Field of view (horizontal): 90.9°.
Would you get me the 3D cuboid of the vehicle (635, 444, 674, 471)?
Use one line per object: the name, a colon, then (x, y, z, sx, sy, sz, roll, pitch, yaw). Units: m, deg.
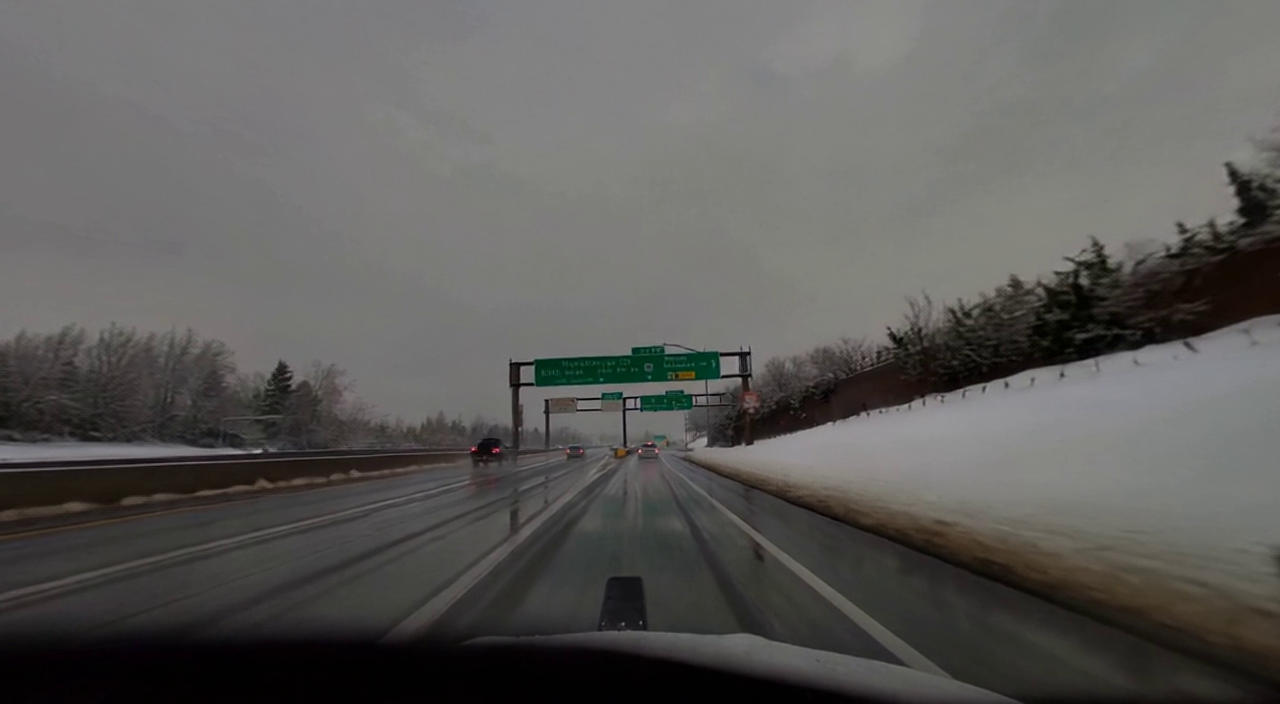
vehicle: (0.777, 6.037, 36.444, 2.137, 1.461, 3.999, 0, -8, 0)
